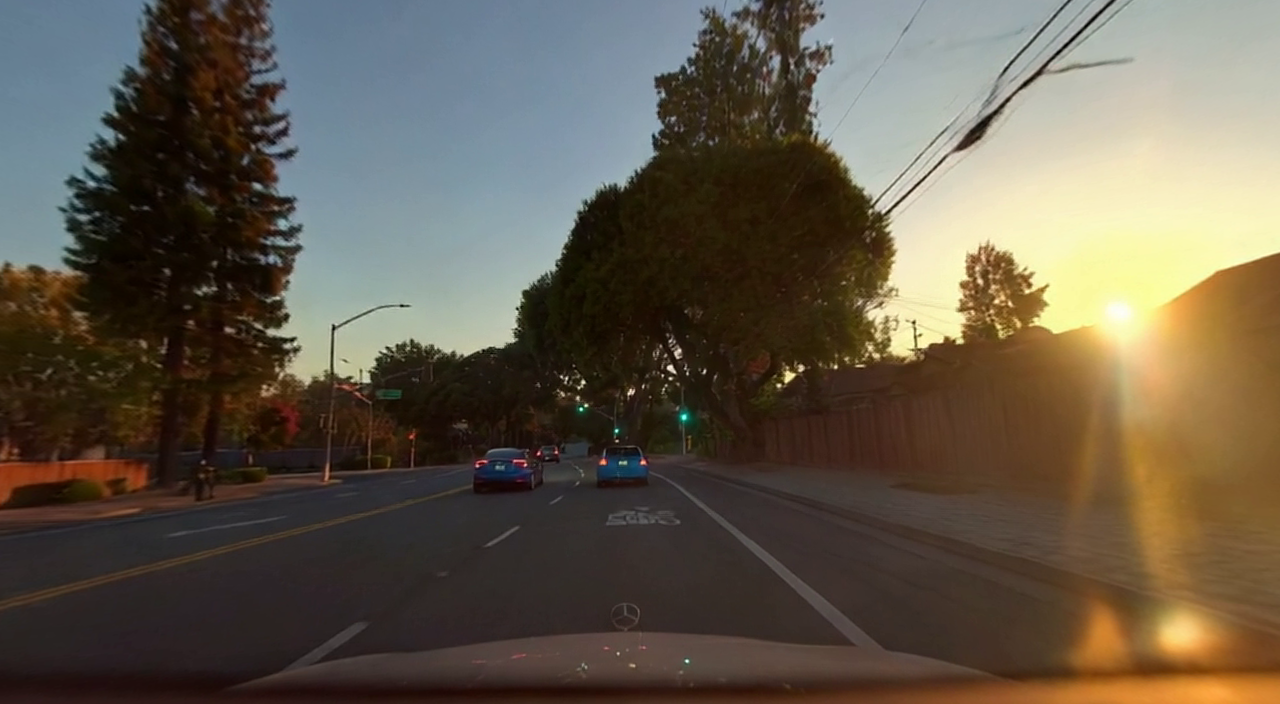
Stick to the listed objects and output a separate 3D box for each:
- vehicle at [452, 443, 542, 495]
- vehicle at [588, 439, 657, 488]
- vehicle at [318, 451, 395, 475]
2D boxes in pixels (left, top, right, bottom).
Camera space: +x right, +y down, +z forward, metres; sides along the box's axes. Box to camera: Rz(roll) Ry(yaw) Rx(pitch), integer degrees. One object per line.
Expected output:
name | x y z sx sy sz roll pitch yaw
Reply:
vehicle | -4.299 3.596 19.694 1.913 1.425 4.235 0 -9 -1
vehicle | -0.663 3.821 21.877 2.168 1.504 4.284 1 -9 -3
vehicle | -22.006 8.604 49.079 4.979 1.782 2.264 -2 -9 14
